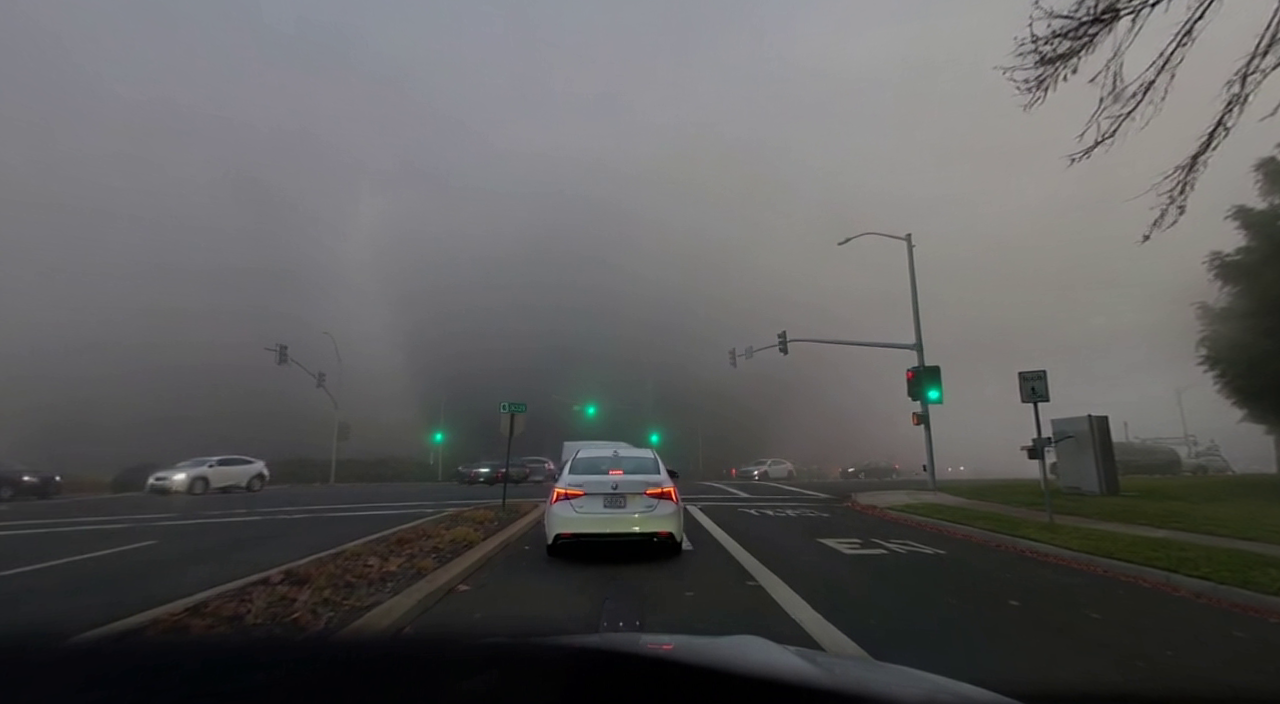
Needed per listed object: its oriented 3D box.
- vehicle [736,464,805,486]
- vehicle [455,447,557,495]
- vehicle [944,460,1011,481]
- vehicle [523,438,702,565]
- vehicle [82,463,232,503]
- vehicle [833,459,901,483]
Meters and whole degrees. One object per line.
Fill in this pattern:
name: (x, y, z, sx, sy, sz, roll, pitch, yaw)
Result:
vehicle: (9.064, 8.532, 43.891, 4.254, 1.359, 1.895, 2, -9, -16)
vehicle: (-5.663, 4.886, 26.334, 2.175, 1.789, 4.355, 8, -12, -42)
vehicle: (25.930, 9.084, 48.586, 4.358, 1.471, 1.875, 2, -9, -16)
vehicle: (-0.370, 2.090, 9.669, 2.112, 1.479, 4.264, 0, -9, -1)
vehicle: (-20.085, 5.448, 26.498, 4.548, 1.449, 1.802, 2, -9, -13)
vehicle: (16.479, 8.615, 45.895, 4.337, 1.637, 1.860, 2, -9, -16)
